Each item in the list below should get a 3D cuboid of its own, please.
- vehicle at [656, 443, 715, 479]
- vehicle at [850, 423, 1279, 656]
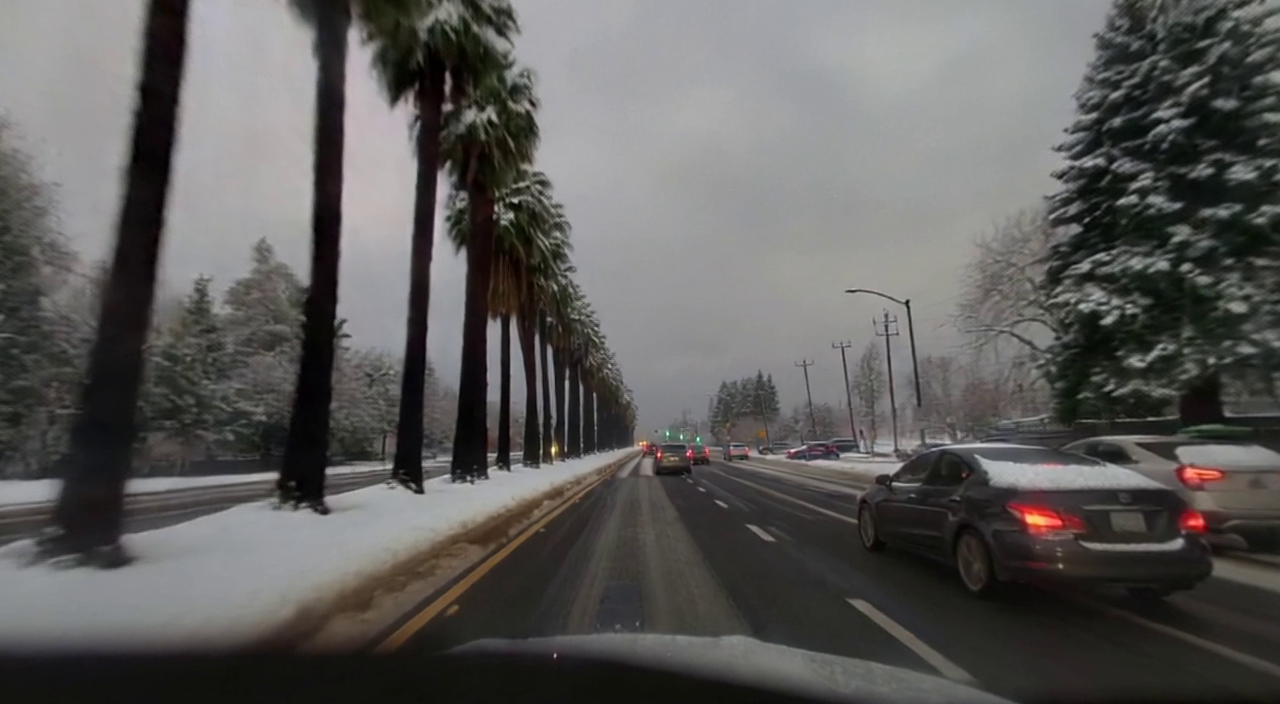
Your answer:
[{"bbox_3d":[1.916,4.745,27.942,2.031,1.444,4.361,1,-8,-3],"label":"vehicle"},{"bbox_3d":[3.811,1.513,6.279,1.875,1.452,4.453,0,-8,-1],"label":"vehicle"}]
